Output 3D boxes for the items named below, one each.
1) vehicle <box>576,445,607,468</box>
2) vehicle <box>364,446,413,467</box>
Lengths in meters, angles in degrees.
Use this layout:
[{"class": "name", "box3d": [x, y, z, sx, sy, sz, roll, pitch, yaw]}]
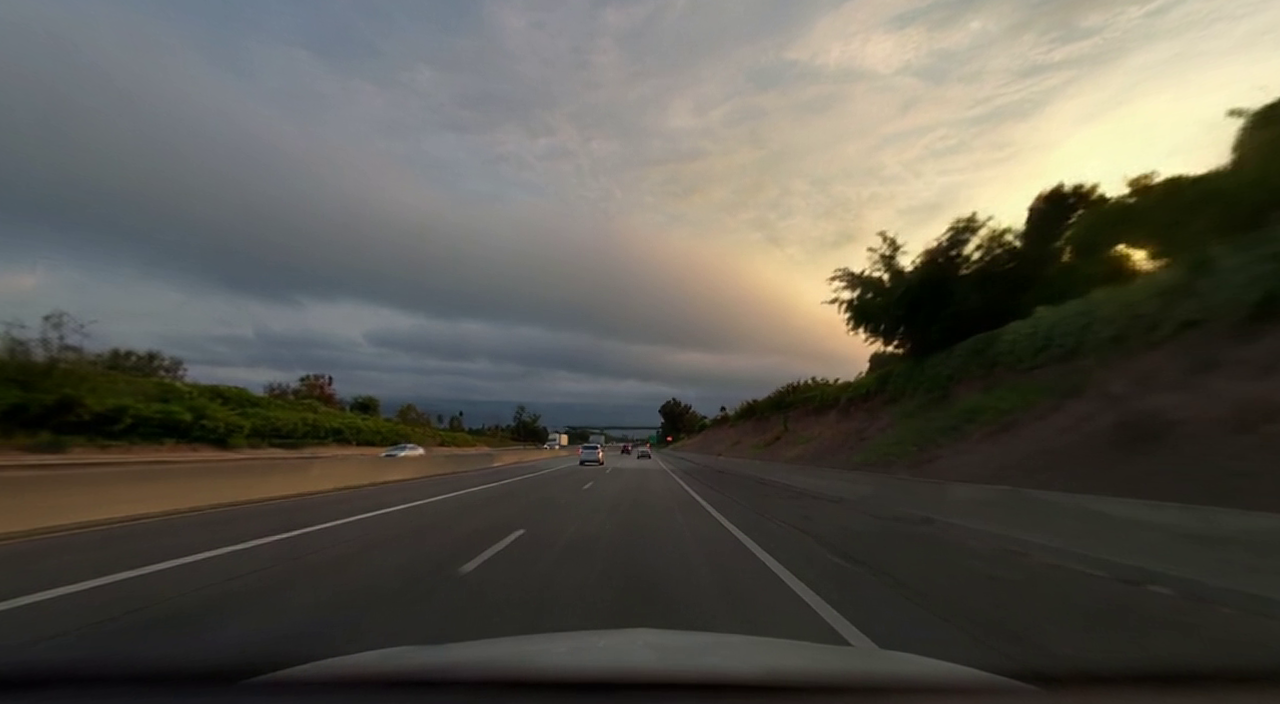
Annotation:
[{"class": "vehicle", "box3d": [-3.497, 7.582, 45.819, 1.921, 1.536, 3.920, 0, -9, 0]}, {"class": "vehicle", "box3d": [-18.832, 7.817, 47.438, 1.823, 1.458, 4.400, 0, -9, 1]}]
